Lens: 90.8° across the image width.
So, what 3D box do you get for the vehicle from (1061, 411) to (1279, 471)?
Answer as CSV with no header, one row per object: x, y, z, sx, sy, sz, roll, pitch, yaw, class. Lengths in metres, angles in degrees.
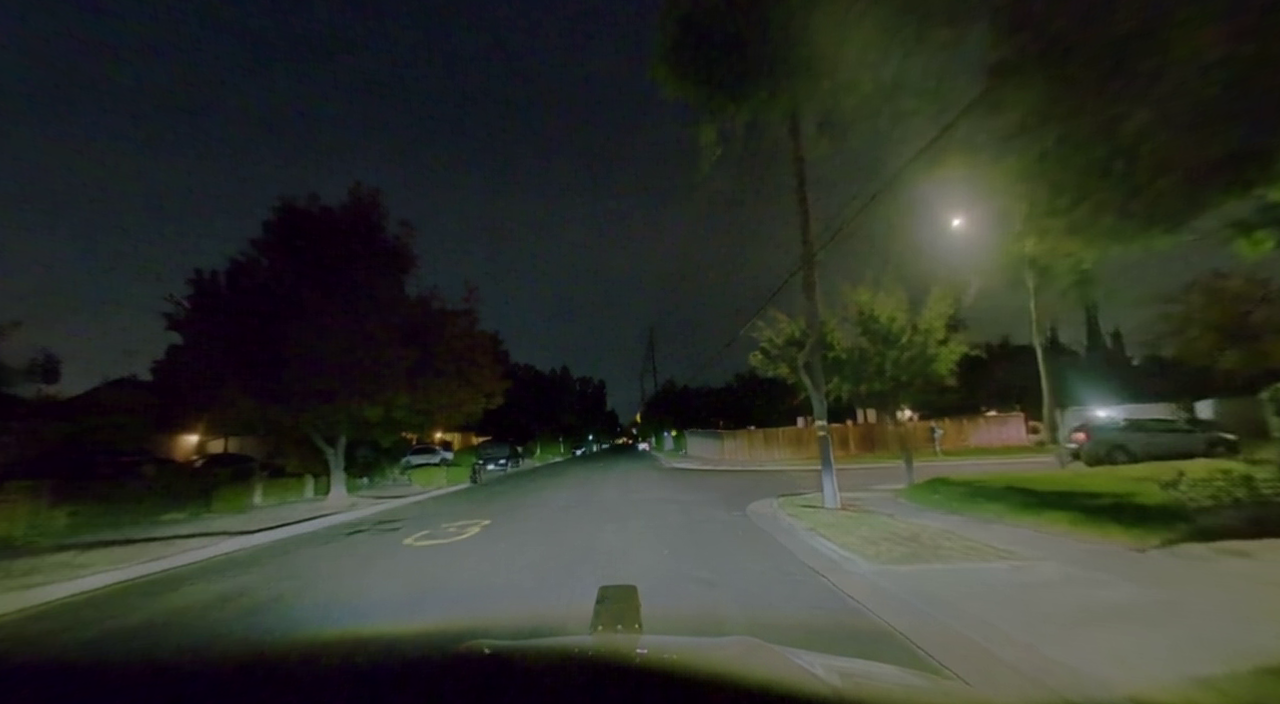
13.691,2.312,16.417,4.086,1.450,1.830,-1,-8,4,vehicle

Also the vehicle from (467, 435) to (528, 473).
-7.638,5.563,34.438,2.091,1.912,4.598,0,-9,2,vehicle

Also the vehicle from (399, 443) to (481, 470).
-12.597,6.596,40.019,4.538,1.578,2.000,0,-8,1,vehicle
